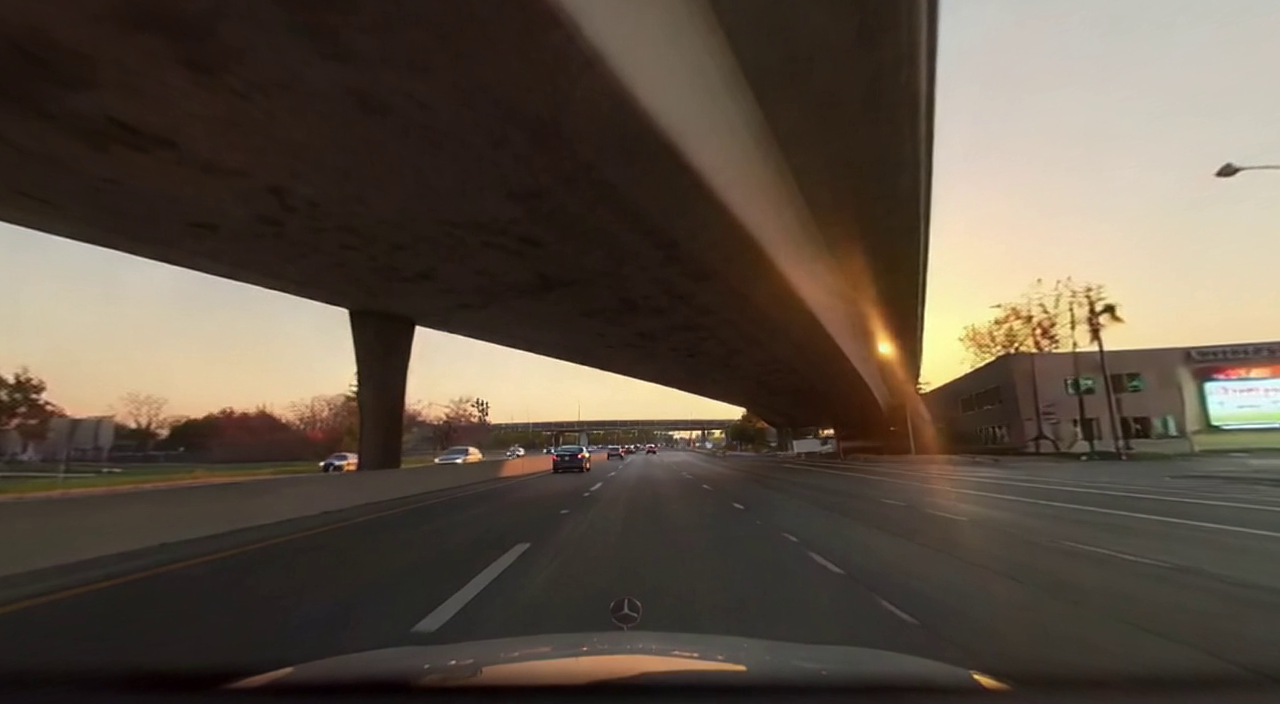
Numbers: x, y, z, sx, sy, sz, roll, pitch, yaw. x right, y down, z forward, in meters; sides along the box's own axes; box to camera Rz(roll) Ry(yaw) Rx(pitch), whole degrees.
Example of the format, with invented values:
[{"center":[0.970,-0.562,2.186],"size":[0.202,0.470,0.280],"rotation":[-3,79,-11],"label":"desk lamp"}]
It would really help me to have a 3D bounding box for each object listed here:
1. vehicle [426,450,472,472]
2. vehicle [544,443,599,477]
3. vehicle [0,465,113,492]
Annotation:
[{"center":[-13.946,7.929,46.255],"size":[1.940,1.494,4.362],"rotation":[-1,-9,1],"label":"vehicle"},{"center":[-3.259,5.238,30.919],"size":[2.114,1.510,4.186],"rotation":[-1,-9,1],"label":"vehicle"},{"center":[-34.358,7.433,37.199],"size":[2.886,1.114,4.736],"rotation":[-3,-8,-7],"label":"vehicle"}]
